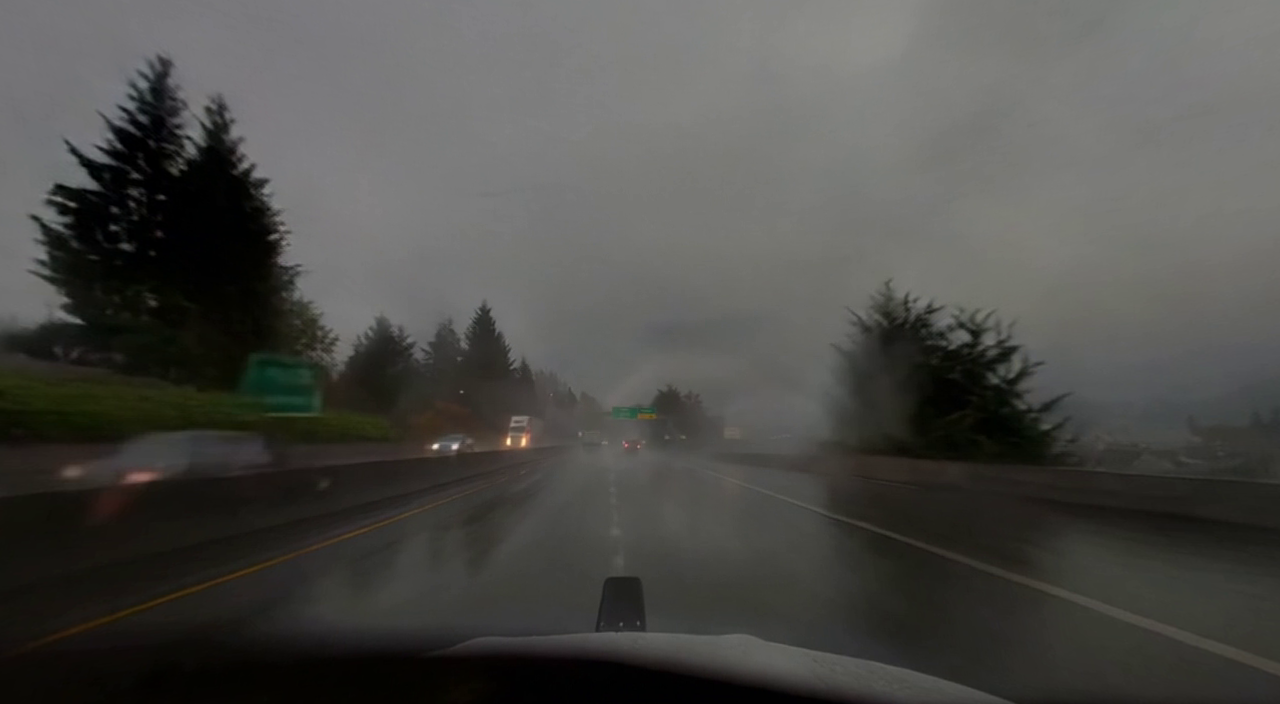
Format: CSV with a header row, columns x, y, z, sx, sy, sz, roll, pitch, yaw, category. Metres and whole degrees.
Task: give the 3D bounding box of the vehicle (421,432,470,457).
x,y,z,sx,sy,sz,roll,pitch,yaw,category
-13.319,6.362,43.435,1.984,1.639,4.528,0,-8,-1,vehicle
